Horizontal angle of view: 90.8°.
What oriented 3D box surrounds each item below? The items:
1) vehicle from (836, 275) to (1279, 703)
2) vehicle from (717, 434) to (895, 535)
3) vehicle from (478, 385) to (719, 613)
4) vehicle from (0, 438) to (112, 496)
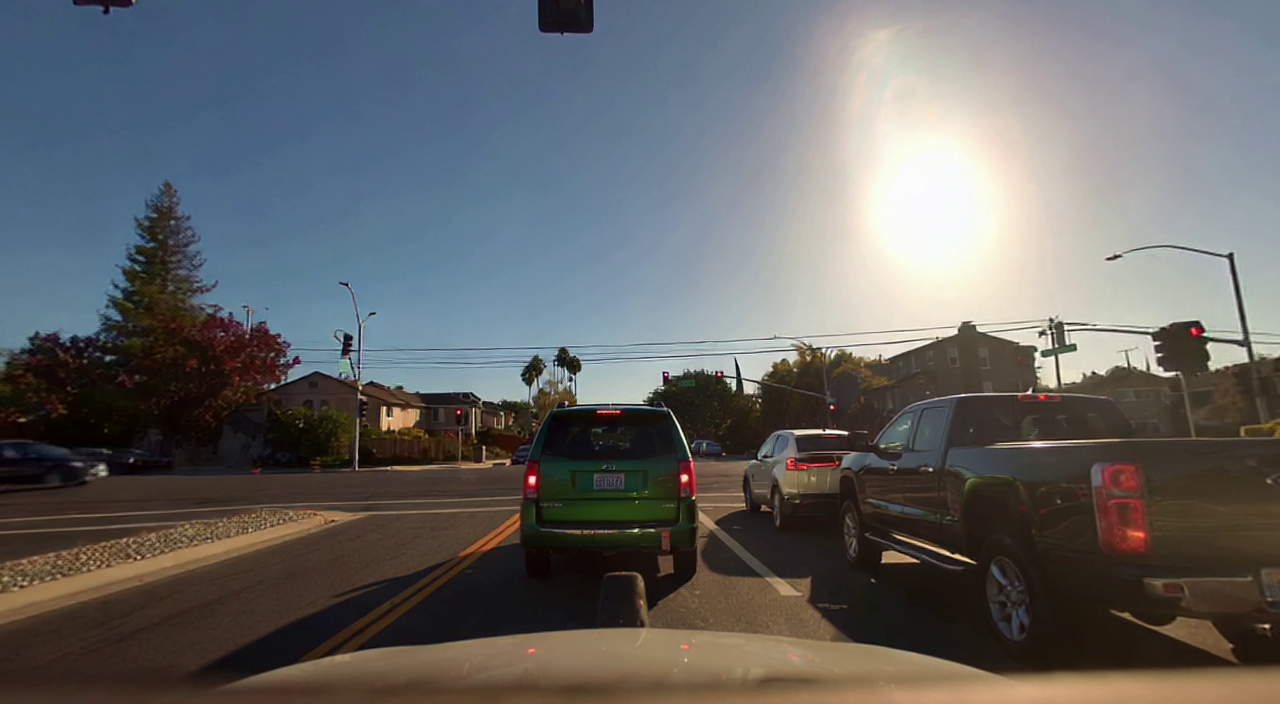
[{"bbox_3d":[2.975,0.945,3.800,1.886,1.849,5.070,0,-8,-1],"label":"vehicle"},{"bbox_3d":[2.711,2.266,11.531,1.952,1.465,4.421,0,-8,-2],"label":"vehicle"},{"bbox_3d":[-0.218,1.408,6.778,1.915,1.780,3.379,-1,-8,4],"label":"vehicle"},{"bbox_3d":[-20.261,3.662,20.289,4.635,1.755,1.882,1,-8,-7],"label":"vehicle"}]
